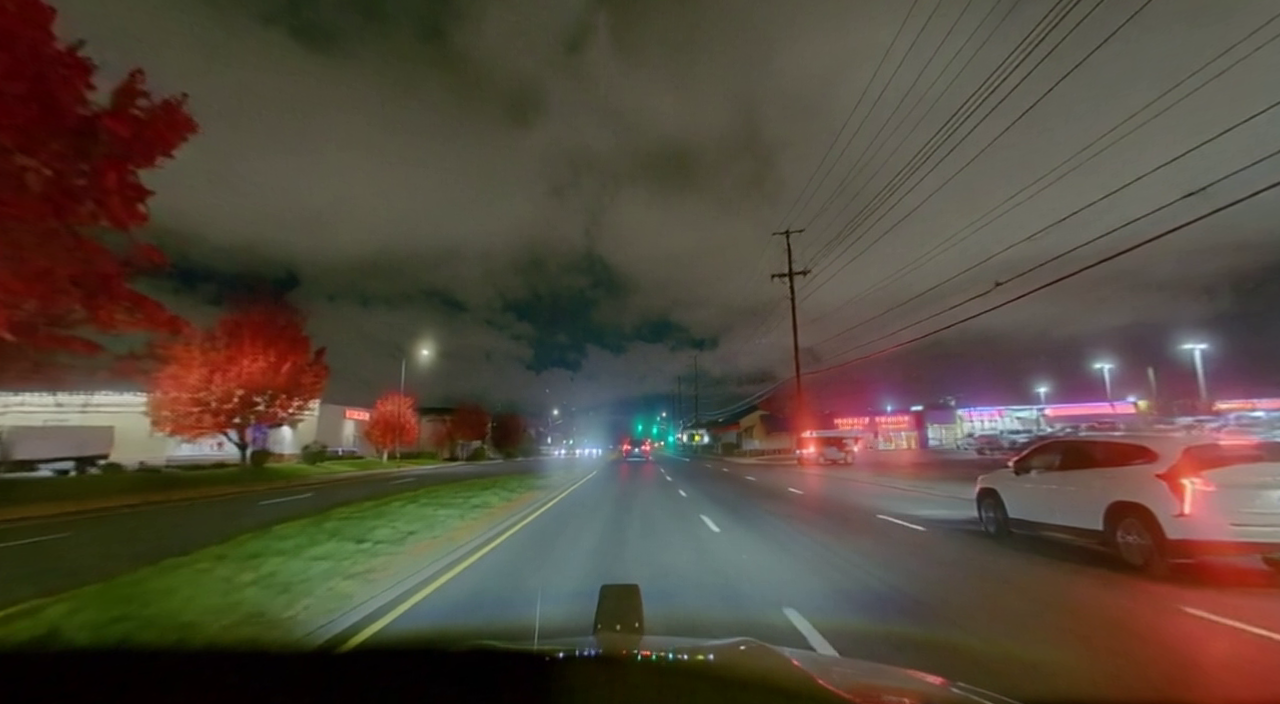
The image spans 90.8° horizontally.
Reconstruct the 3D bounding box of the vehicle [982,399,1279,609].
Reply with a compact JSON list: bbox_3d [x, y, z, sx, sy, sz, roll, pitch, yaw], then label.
[{"bbox_3d":[6.217,1.559,7.275,1.995,1.705,4.434,0,-9,-1],"label":"vehicle"}]

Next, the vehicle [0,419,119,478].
[{"bbox_3d":[-28.688,4.578,29.705,5.851,2.505,2.504,-1,-8,-9],"label":"vehicle"}]

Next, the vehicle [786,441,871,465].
[{"bbox_3d":[14.518,7.751,48.783,5.733,1.610,2.253,0,-8,-11],"label":"vehicle"}]
